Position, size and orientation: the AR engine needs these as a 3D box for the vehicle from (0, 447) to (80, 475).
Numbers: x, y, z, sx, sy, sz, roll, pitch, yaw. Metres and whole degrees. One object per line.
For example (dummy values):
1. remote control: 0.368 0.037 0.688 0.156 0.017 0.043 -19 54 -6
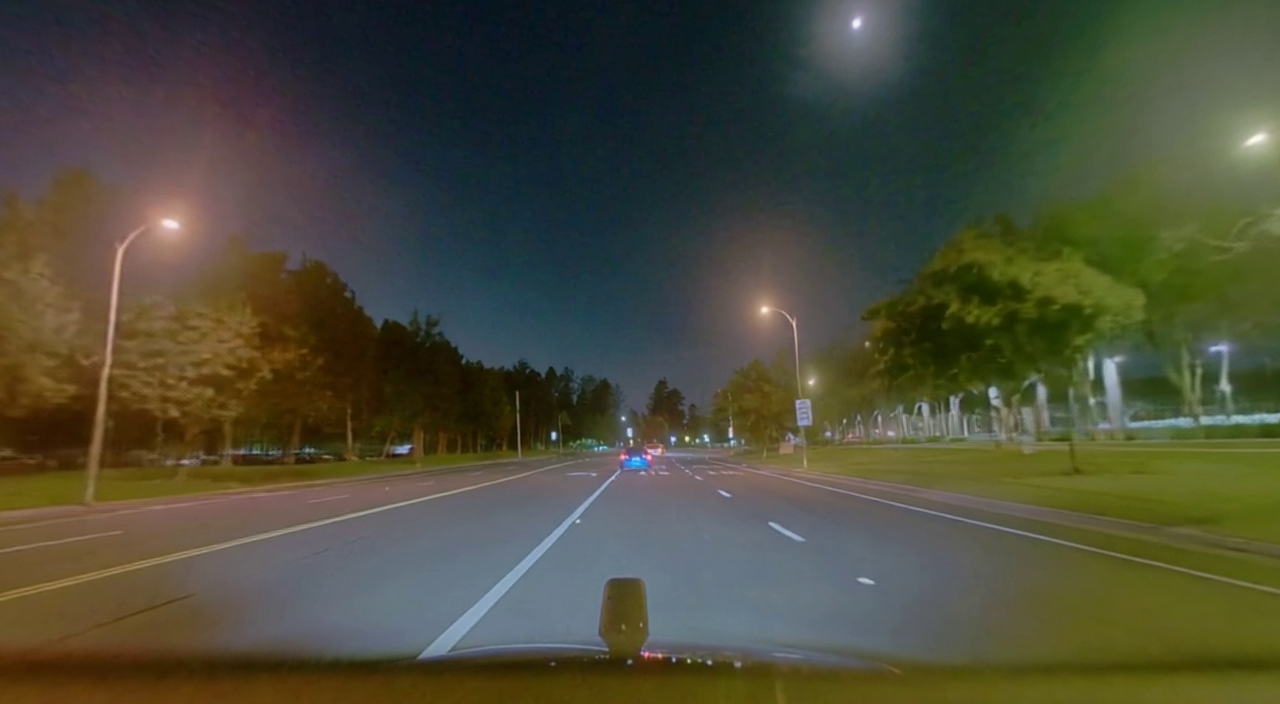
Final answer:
1. vehicle: -43.591 7.808 45.334 4.608 1.889 2.148 -1 -8 2

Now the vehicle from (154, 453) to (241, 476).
1. vehicle: -29.930 7.623 42.737 4.468 1.471 1.879 -1 -8 1

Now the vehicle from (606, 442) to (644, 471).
1. vehicle: -0.805 5.713 34.748 1.978 1.499 3.915 0 -8 0

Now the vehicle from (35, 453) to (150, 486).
1. vehicle: -30.261 6.493 34.979 4.577 1.467 1.955 -3 -9 -1
